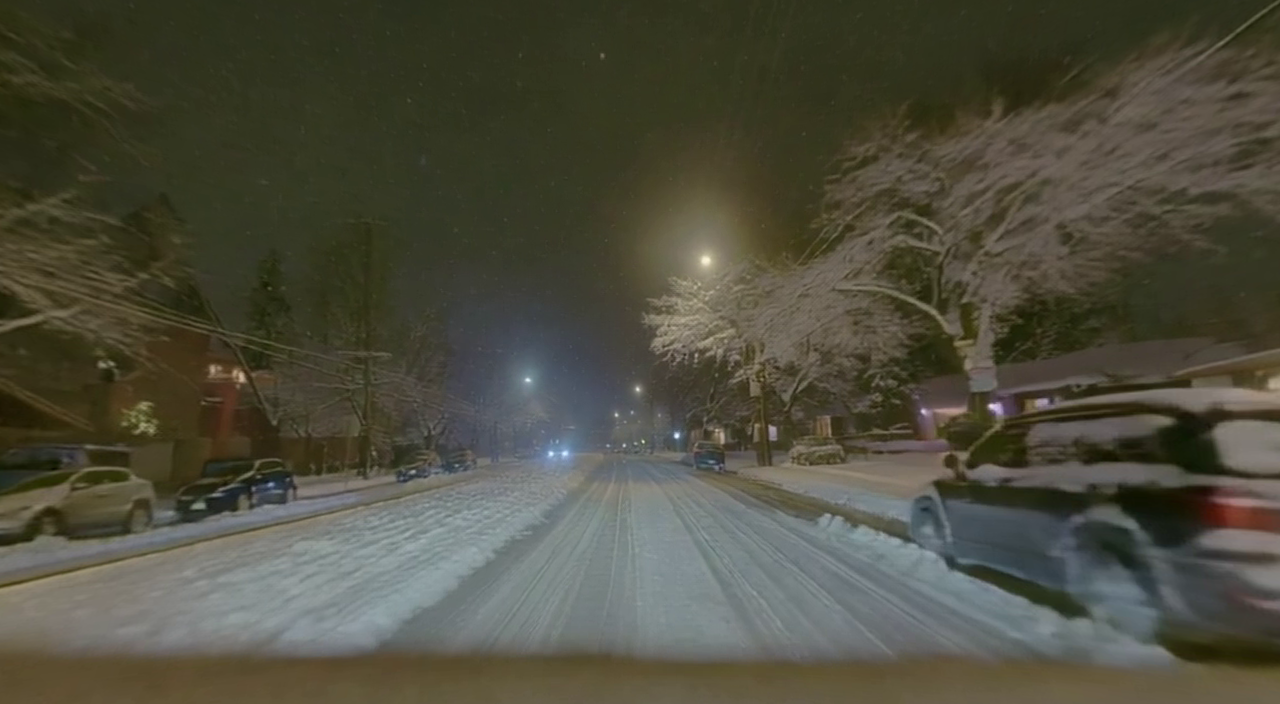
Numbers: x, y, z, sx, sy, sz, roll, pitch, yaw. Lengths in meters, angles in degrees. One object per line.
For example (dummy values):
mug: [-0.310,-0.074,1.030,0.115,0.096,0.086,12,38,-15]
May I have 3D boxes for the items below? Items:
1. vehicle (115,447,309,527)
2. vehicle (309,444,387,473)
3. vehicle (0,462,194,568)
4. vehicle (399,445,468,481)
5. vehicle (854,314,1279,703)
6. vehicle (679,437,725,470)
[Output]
vehicle: [-11.119,3.476,16.970,1.981,1.790,4.682,0,-8,-1]
vehicle: [-20.367,7.409,44.163,4.398,1.902,2.043,0,-8,1]
vehicle: [-11.078,2.956,12.161,1.815,1.532,4.517,0,-8,-2]
vehicle: [-11.203,6.041,34.712,2.293,1.836,4.586,0,-8,-1]
vehicle: [3.839,1.116,4.674,2.319,1.938,5.961,0,-8,-1]
vehicle: [3.575,5.984,37.518,2.176,1.793,5.534,0,-8,0]
